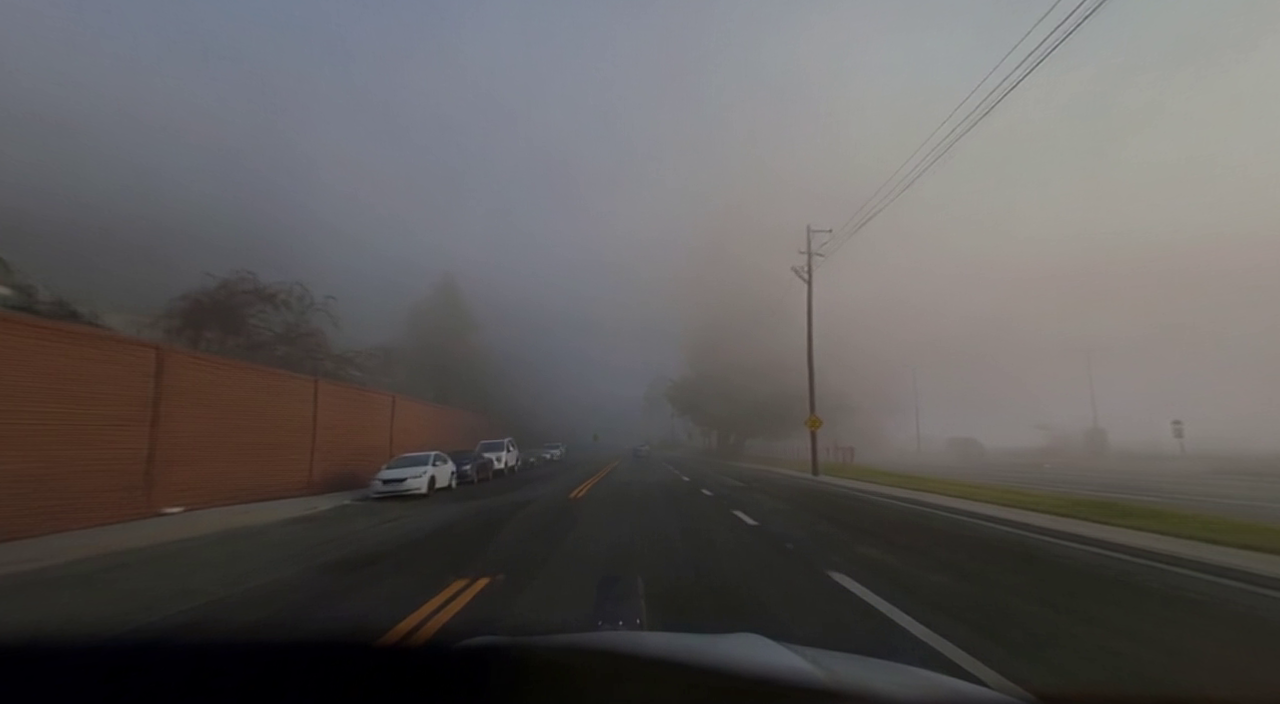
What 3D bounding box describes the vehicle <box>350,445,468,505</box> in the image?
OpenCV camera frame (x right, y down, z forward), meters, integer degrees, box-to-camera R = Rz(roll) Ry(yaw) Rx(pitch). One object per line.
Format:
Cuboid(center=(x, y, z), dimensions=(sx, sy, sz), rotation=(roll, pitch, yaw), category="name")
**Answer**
Cuboid(center=(-6.827, 3.640, 19.246), dimensions=(1.989, 1.485, 4.218), rotation=(1, -8, 0), category="vehicle")
